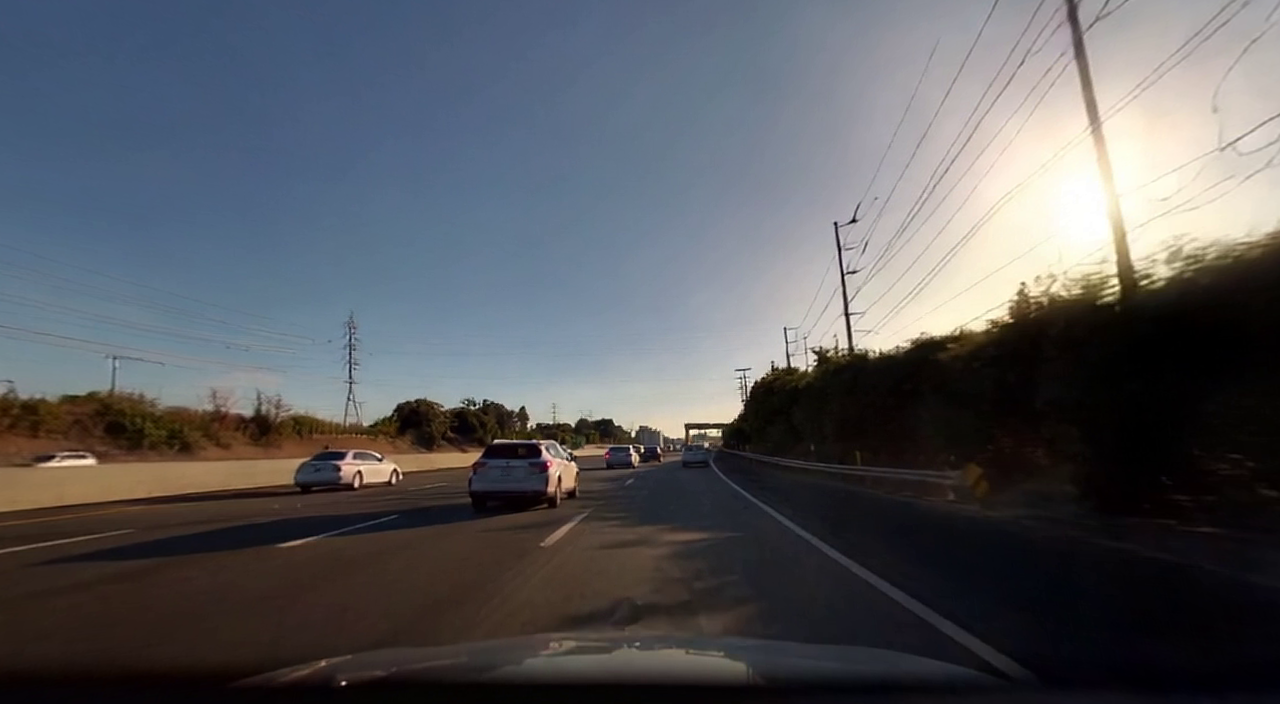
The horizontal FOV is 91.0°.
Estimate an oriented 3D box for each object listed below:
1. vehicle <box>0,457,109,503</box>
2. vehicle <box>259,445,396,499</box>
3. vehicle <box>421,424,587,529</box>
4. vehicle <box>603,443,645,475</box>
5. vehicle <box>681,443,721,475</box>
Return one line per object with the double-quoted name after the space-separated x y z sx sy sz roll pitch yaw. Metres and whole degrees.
-23.177 4.791 23.917 1.841 1.523 4.494 -1 -9 4 "vehicle"
-9.858 3.790 20.326 1.954 1.517 4.378 -1 -9 3 "vehicle"
-2.588 2.549 13.541 2.202 1.801 4.959 -1 -9 3 "vehicle"
-0.852 6.133 36.289 1.976 1.688 4.124 -1 -9 5 "vehicle"
3.349 5.883 34.847 2.038 1.677 4.219 -1 -9 5 "vehicle"
